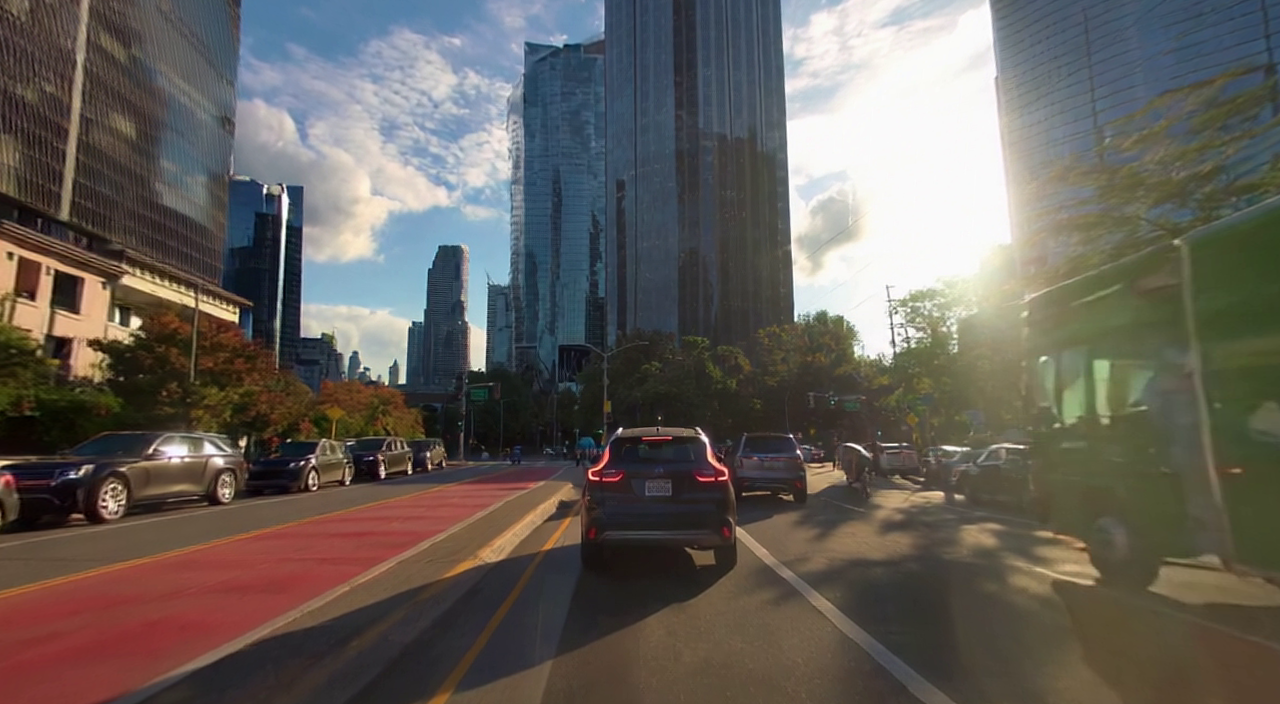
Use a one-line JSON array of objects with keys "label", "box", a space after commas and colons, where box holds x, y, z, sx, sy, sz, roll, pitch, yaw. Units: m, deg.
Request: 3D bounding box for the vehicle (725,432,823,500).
[{"label": "vehicle", "box": [3.878, 3.392, 19.217, 2.143, 1.793, 4.763, 0, -8, 3]}]

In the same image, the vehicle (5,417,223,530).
[{"label": "vehicle", "box": [-10.325, 2.370, 12.798, 1.543, 1.946, 3.454, 1, -8, -5]}]

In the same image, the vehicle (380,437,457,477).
[{"label": "vehicle", "box": [-11.646, 5.552, 33.714, 2.338, 1.963, 5.740, 0, -8, -3]}]

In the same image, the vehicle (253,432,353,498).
[{"label": "vehicle", "box": [-10.954, 3.658, 20.810, 1.559, 1.973, 3.419, 1, -8, -4]}]

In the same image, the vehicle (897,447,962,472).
[{"label": "vehicle", "box": [22.498, 8.344, 49.182, 4.211, 1.820, 2.094, -6, -10, 33]}]

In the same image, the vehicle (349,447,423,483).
[{"label": "vehicle", "box": [-11.221, 4.986, 28.193, 1.791, 1.463, 4.210, 0, -8, -4]}]

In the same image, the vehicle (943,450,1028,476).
[{"label": "vehicle", "box": [24.157, 7.723, 44.217, 4.956, 1.706, 1.822, -6, -10, 34]}]

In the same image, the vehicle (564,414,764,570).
[{"label": "vehicle", "box": [0.327, 1.844, 9.085, 2.192, 1.695, 4.142, 0, -8, 2]}]

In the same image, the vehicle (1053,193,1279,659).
[{"label": "vehicle", "box": [5.792, 0.280, 2.733, 3.113, 3.116, 7.650, -1, -8, 3]}]
